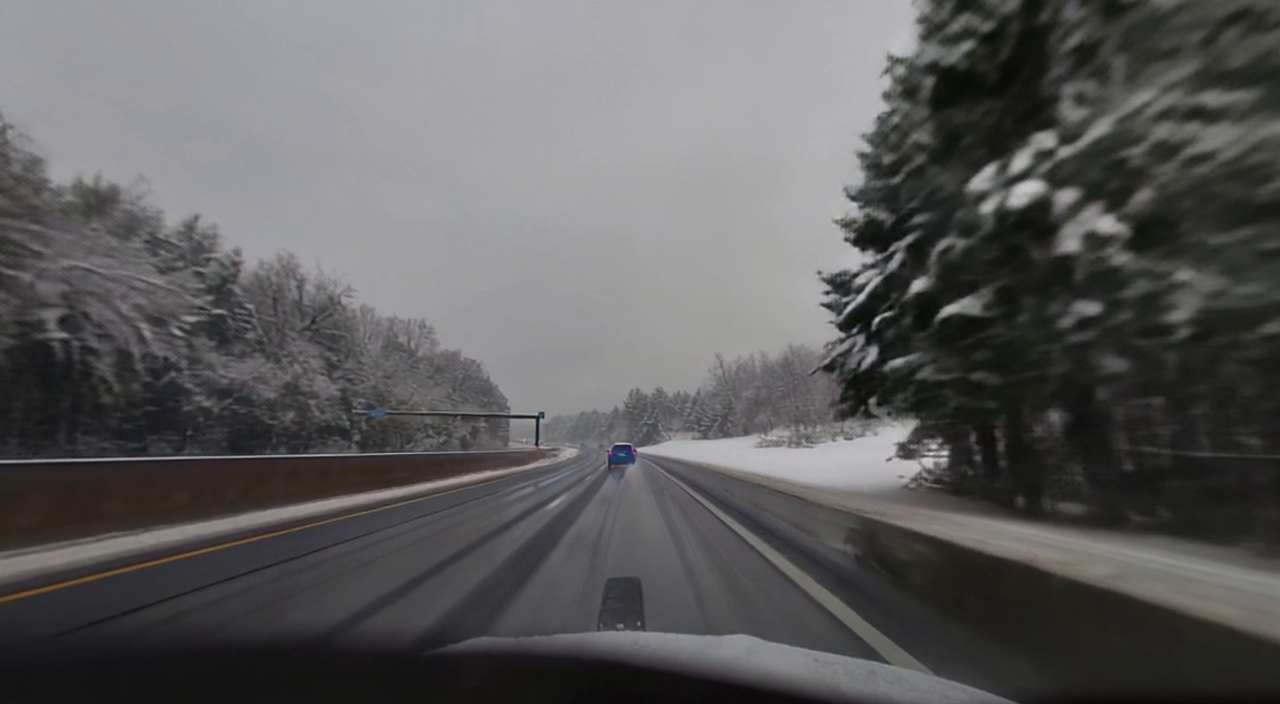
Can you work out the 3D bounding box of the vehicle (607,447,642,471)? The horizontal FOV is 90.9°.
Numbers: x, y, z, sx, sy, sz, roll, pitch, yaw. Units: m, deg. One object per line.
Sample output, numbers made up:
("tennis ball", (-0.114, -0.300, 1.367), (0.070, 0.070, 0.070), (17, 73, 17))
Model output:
("vehicle", (-0.997, 6.853, 40.514), (2.126, 1.411, 4.433), (0, -9, -1))
